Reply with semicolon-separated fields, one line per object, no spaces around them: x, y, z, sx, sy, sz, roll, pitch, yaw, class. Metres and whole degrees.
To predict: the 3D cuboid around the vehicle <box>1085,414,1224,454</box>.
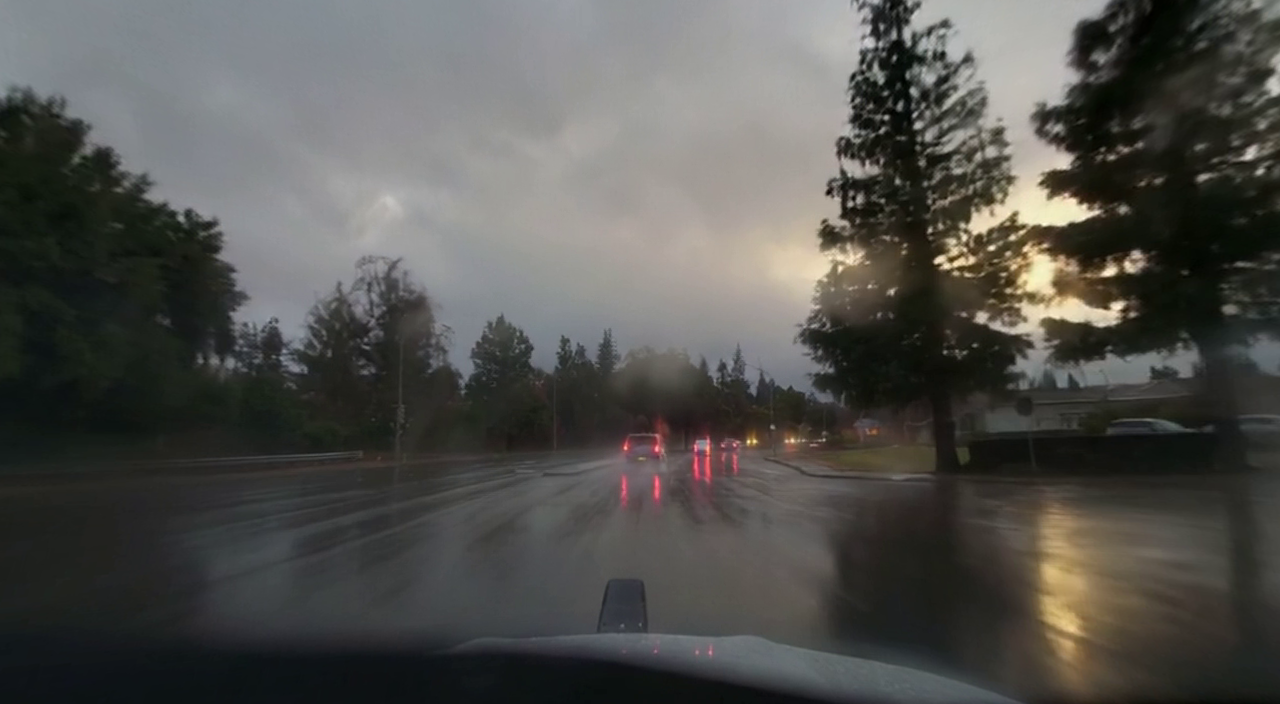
22.863;3.709;28.165;1.826;1.621;4.546;2;-9;-13;vehicle

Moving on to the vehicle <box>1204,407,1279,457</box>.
26.143;3.355;25.984;1.947;1.926;4.237;-1;-8;8;vehicle

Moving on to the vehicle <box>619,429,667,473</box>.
0.233;4.868;31.069;2.072;2.002;4.391;0;-8;5;vehicle
